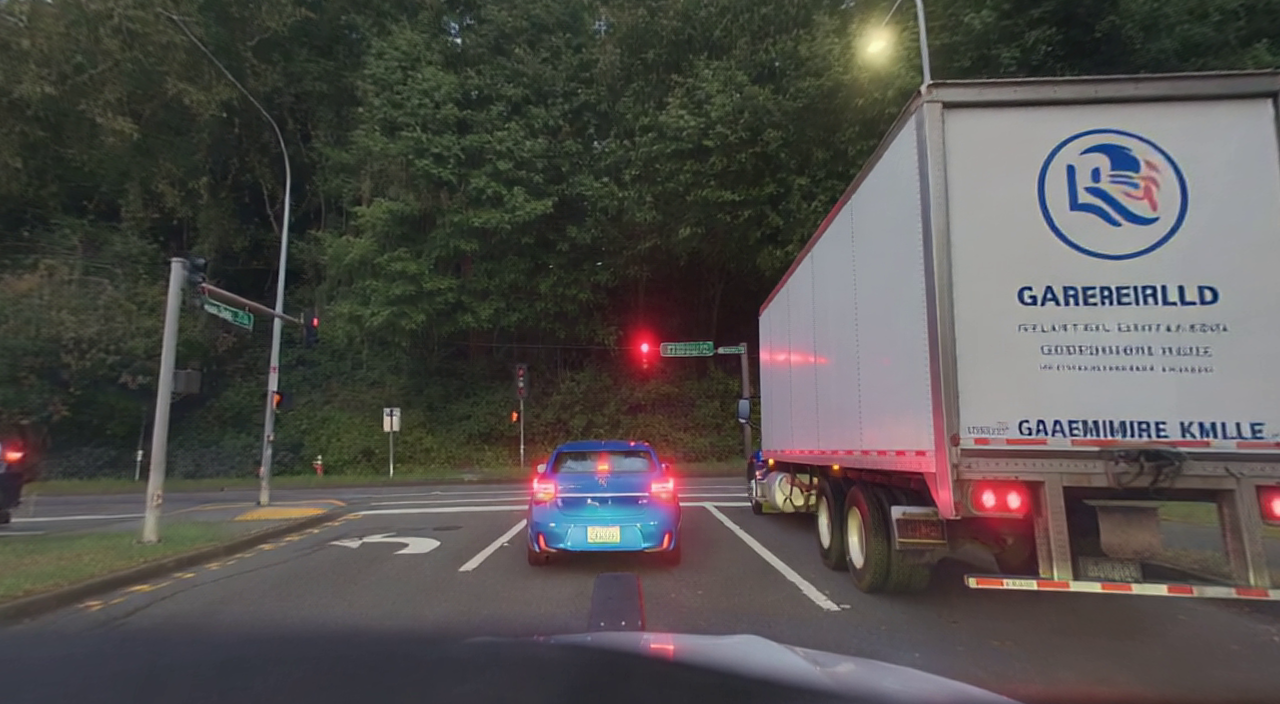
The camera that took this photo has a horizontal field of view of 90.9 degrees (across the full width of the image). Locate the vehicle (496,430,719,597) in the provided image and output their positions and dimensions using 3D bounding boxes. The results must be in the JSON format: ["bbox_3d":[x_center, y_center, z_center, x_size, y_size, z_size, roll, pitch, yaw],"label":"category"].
[{"bbox_3d":[-0.322,1.706,7.423,1.975,1.457,3.526,0,-9,-1],"label":"vehicle"}]

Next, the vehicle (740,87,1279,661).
[{"bbox_3d":[3.552,0.767,8.939,2.884,3.753,9.763,0,-9,2],"label":"vehicle"}]
